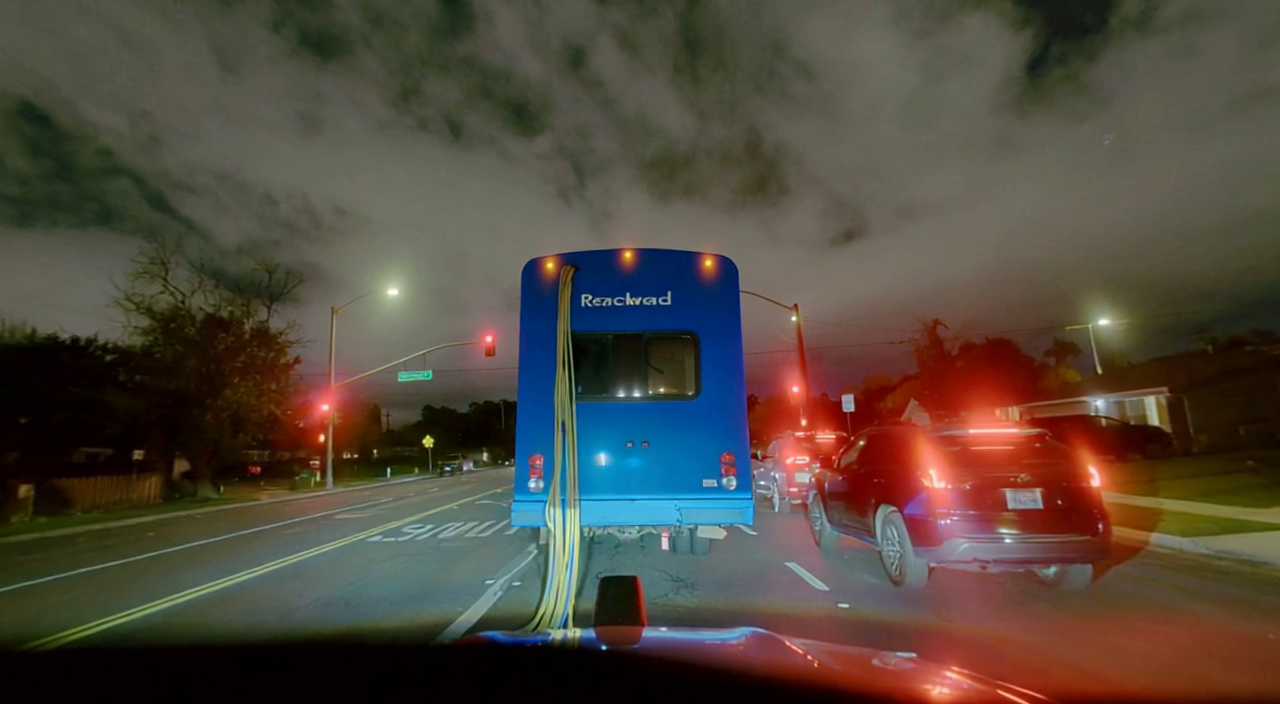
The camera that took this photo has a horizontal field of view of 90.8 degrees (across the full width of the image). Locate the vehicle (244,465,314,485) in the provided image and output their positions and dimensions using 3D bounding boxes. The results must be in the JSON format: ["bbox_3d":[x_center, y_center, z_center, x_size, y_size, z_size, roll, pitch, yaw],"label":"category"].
[{"bbox_3d":[-27.454,9.360,48.128,4.187,1.445,1.809,0,-9,0],"label":"vehicle"}]

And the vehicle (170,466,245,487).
[{"bbox_3d":[-32.767,9.411,47.934,4.311,1.458,1.707,0,-9,-3],"label":"vehicle"}]

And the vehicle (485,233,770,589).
[{"bbox_3d":[-0.124,1.121,10.323,2.709,3.511,8.213,0,-9,0],"label":"vehicle"}]

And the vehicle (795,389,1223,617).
[{"bbox_3d":[3.399,1.492,7.145,2.104,1.735,4.408,0,-9,-1],"label":"vehicle"}]
